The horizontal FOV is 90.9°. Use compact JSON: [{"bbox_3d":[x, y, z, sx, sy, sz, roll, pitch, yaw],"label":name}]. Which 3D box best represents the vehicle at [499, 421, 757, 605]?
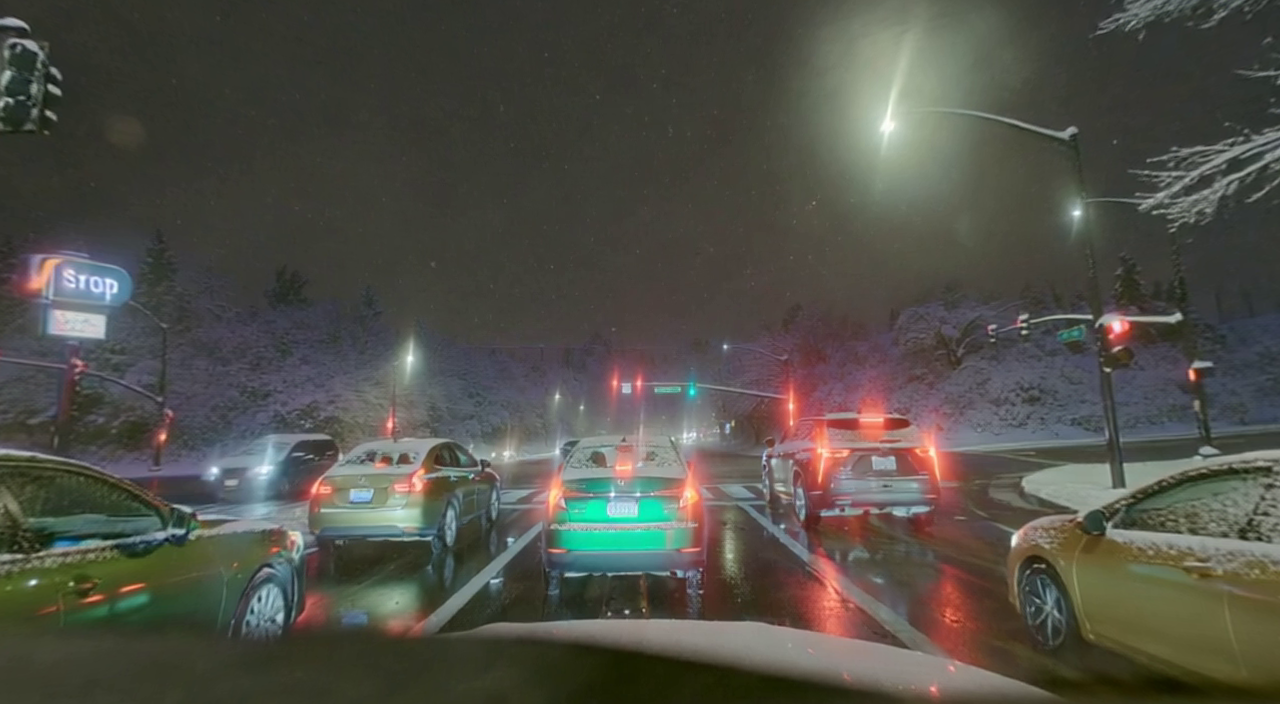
[{"bbox_3d":[-0.134,1.643,7.359,2.140,1.499,4.119,0,-8,-1],"label":"vehicle"}]

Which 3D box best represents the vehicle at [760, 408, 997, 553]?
[{"bbox_3d":[3.310,1.870,9.827,1.992,1.744,4.183,0,-8,-1],"label":"vehicle"}]

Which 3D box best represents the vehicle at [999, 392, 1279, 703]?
[{"bbox_3d":[3.929,0.970,3.103,1.800,1.519,4.198,0,-8,-1],"label":"vehicle"}]

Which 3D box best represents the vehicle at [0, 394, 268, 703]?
[{"bbox_3d":[-3.478,0.863,1.837,2.016,1.547,4.414,0,-8,1],"label":"vehicle"}]

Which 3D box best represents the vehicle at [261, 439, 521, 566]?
[{"bbox_3d":[-3.307,2.068,9.530,1.995,1.436,4.373,-1,-8,2],"label":"vehicle"}]
